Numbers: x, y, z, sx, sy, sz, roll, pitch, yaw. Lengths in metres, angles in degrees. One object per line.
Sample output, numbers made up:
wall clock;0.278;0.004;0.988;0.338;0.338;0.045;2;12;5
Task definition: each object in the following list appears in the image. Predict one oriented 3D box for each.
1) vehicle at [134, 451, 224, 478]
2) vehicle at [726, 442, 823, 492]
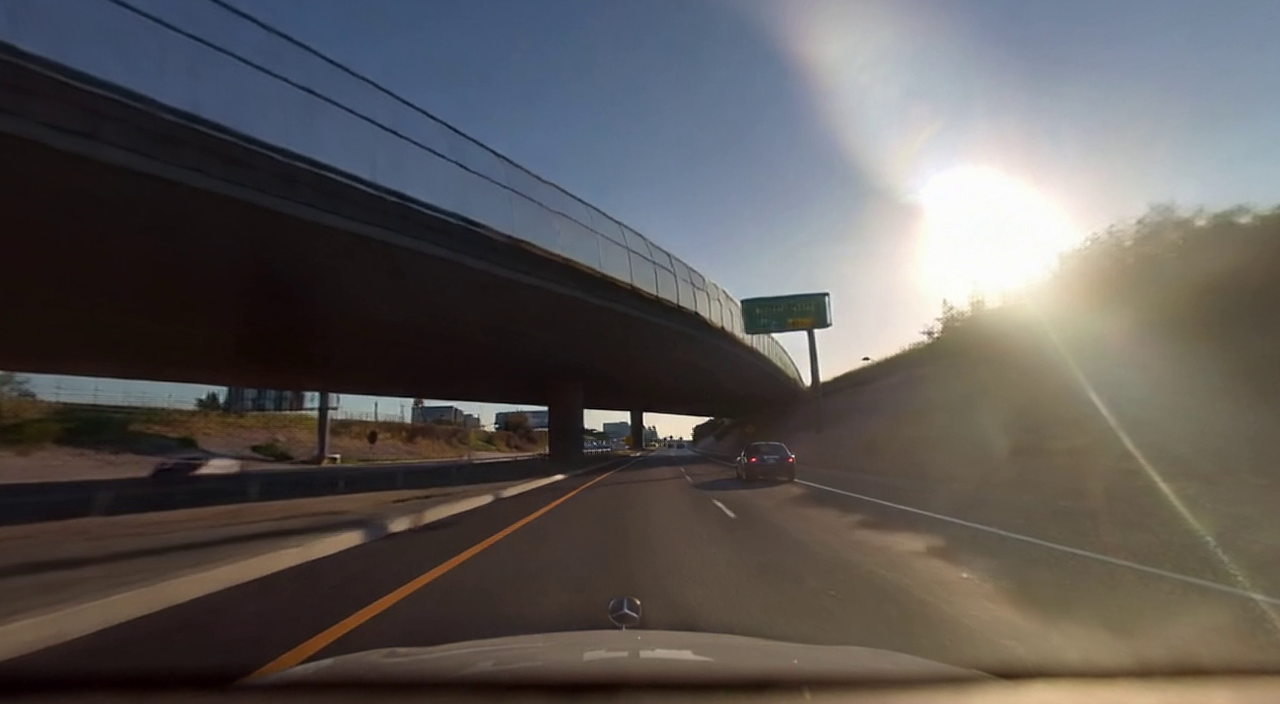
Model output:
vehicle;-28.877;7.035;39.525;1.906;1.518;4.817;0;-8;1
vehicle;4.125;3.588;20.062;2.124;1.405;4.398;0;-8;0
